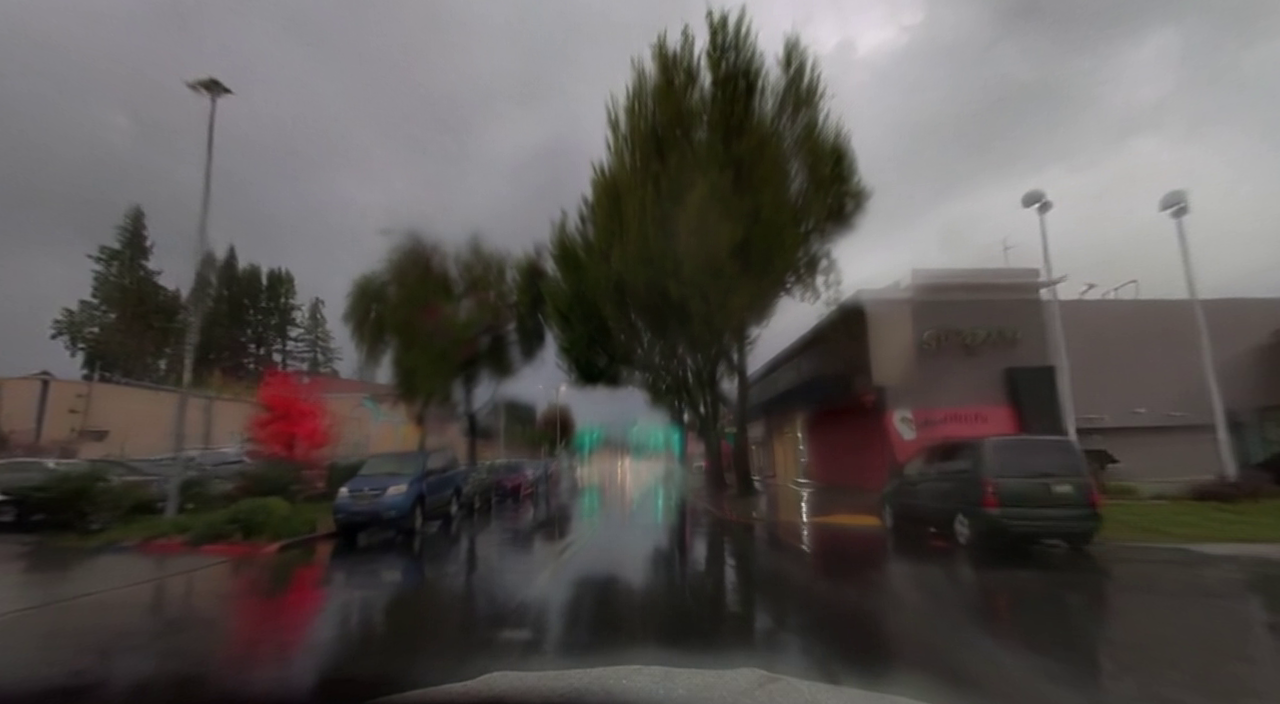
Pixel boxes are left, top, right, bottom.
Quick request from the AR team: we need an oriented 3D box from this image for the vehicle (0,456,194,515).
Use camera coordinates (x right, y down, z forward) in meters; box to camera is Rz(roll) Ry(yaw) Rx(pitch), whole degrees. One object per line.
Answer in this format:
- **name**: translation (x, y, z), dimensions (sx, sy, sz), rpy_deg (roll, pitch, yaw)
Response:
- **vehicle**: translation (-16.606, 4.042, 19.259), dimensions (4.368, 1.645, 1.950), rpy_deg (0, -10, 1)

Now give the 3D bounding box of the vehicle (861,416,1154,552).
- **vehicle**: translation (5.717, 2.171, 10.755), dimensions (2.054, 1.779, 4.650), rpy_deg (1, -10, -2)

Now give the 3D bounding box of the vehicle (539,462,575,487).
- **vehicle**: translation (-5.651, 8.429, 43.542), dimensions (1.832, 1.623, 4.424), rpy_deg (0, -10, 0)

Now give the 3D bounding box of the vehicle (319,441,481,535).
- **vehicle**: translation (-5.871, 3.437, 16.400), dimensions (2.196, 2.001, 5.548), rpy_deg (1, -10, -2)
